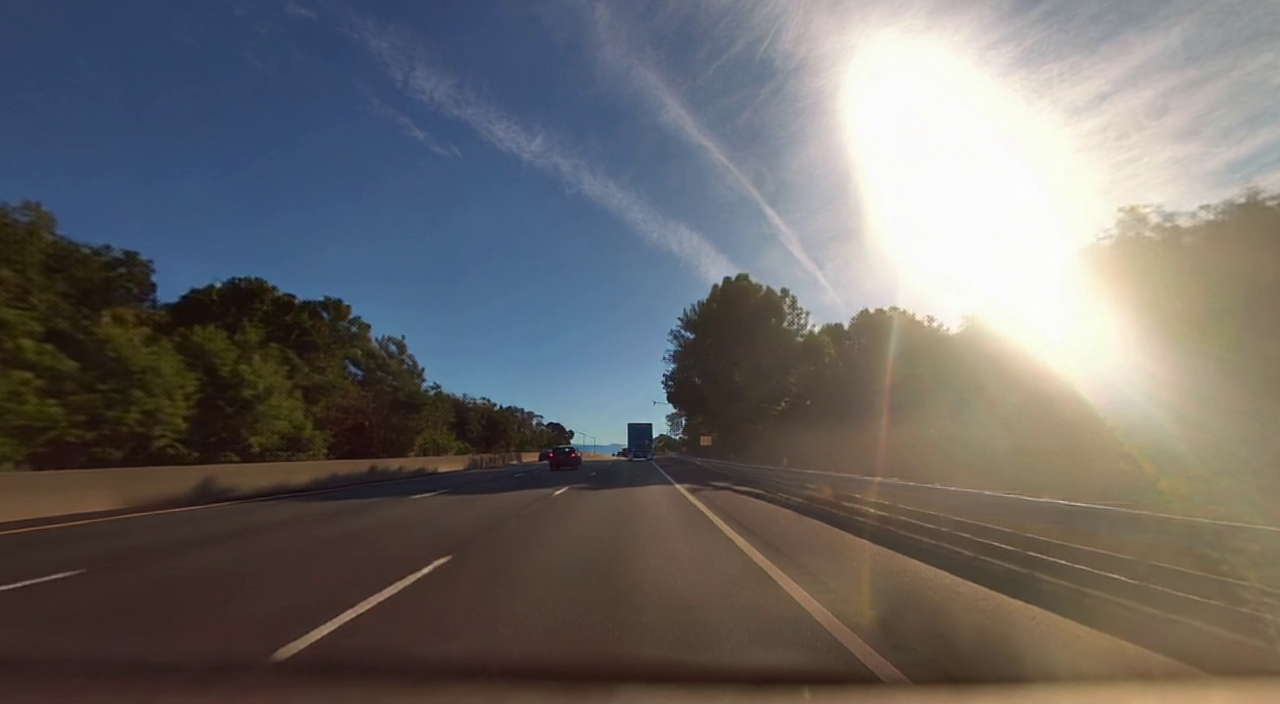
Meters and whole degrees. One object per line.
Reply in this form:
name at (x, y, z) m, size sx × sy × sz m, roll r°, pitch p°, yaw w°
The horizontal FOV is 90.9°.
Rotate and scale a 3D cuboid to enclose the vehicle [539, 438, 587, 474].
vehicle at (-4.329, 5.985, 36.462) m, size 2.124 × 1.888 × 5.226 m, roll 0°, pitch -9°, yaw 0°
